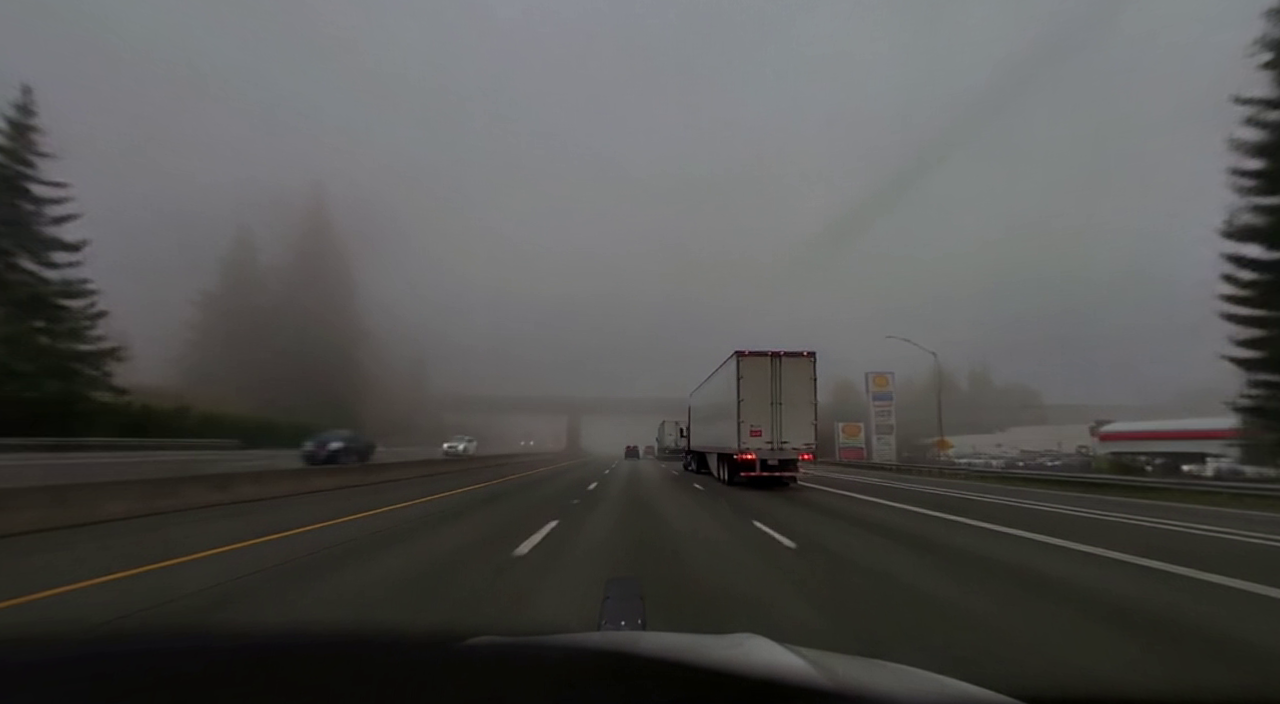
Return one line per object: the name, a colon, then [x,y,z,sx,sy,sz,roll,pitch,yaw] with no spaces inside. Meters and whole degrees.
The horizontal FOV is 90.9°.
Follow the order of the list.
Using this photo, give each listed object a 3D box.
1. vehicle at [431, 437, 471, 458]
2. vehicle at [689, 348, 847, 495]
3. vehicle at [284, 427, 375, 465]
vehicle: [-13.078,6.649,43.815,1.719,1.433,3.631,0,-9,-1]
vehicle: [3.983,2.906,24.106,2.922,3.987,14.038,0,-9,-1]
vehicle: [-12.759,3.895,26.163,1.804,1.444,3.850,0,-9,-1]
